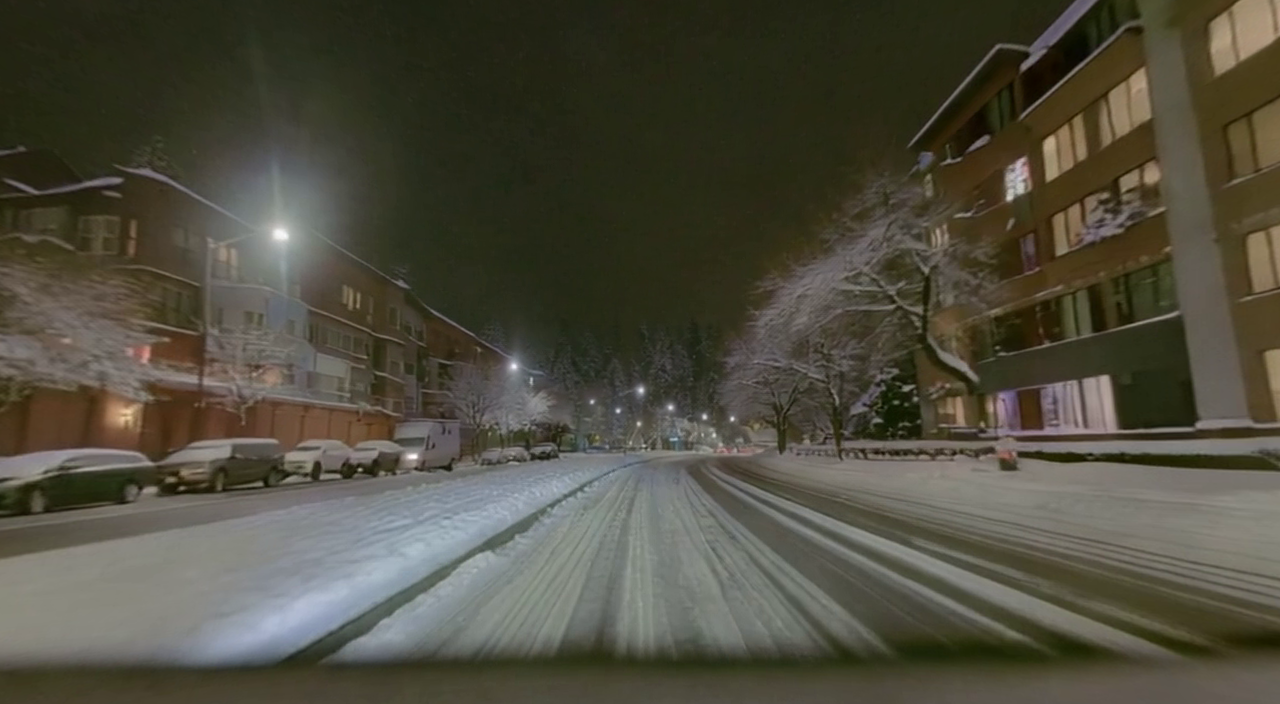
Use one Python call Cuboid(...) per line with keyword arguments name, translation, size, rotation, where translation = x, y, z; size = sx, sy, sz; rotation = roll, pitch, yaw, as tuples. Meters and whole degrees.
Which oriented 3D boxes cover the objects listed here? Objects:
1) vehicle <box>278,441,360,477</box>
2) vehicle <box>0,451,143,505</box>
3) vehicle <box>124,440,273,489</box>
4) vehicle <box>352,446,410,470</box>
Cuboid(name="vehicle", translation=(-18.147, 6.055, 36.004), size=(2.001, 1.836, 4.746), rotation=(-1, -9, 2))
Cuboid(name="vehicle", translation=(-18.778, 3.995, 20.319), size=(1.880, 1.457, 4.487), rotation=(-3, -8, 1))
Cuboid(name="vehicle", translation=(-18.393, 4.710, 26.776), size=(2.295, 1.809, 5.236), rotation=(-2, -9, 4))
Cuboid(name="vehicle", translation=(-17.550, 7.224, 43.023), size=(1.808, 1.531, 4.366), rotation=(-1, -10, 4))
